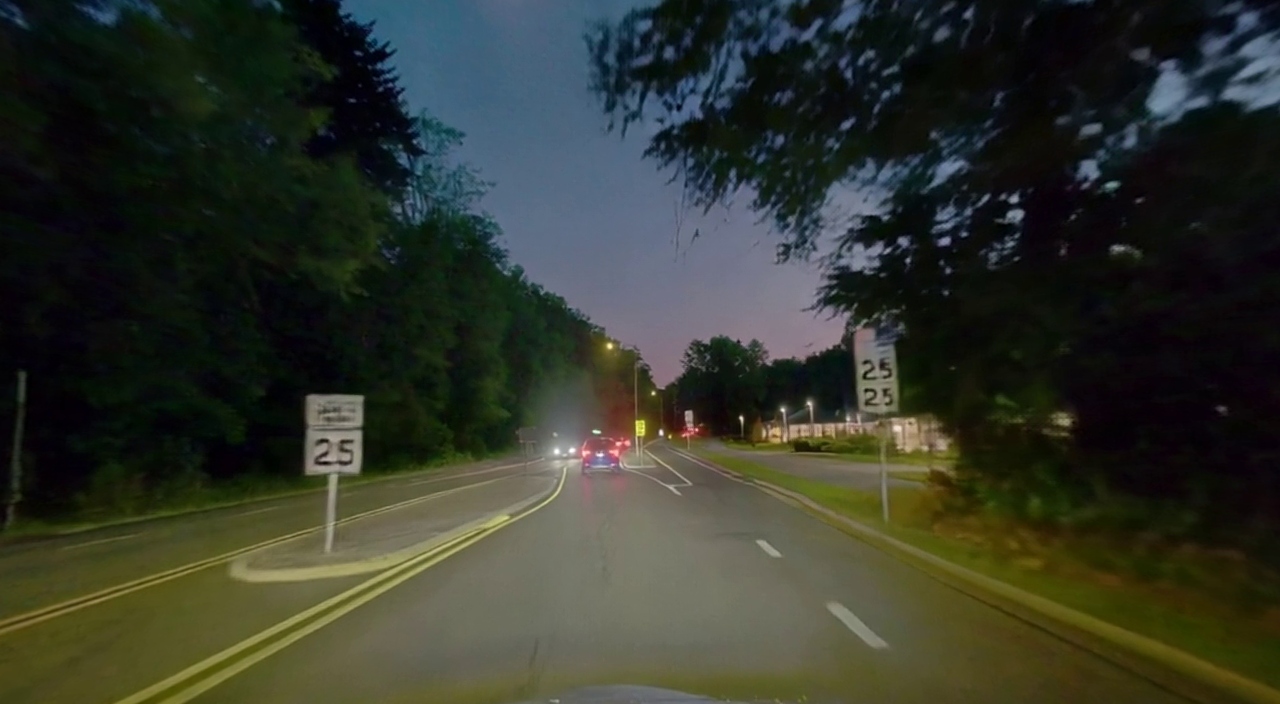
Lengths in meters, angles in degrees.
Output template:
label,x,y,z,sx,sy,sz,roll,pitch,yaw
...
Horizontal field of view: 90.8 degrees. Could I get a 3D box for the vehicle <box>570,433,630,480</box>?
label,x,y,z,sx,sy,sz,roll,pitch,yaw
vehicle,-1.615,4.186,25.410,2.216,1.708,4.110,1,-9,-4
